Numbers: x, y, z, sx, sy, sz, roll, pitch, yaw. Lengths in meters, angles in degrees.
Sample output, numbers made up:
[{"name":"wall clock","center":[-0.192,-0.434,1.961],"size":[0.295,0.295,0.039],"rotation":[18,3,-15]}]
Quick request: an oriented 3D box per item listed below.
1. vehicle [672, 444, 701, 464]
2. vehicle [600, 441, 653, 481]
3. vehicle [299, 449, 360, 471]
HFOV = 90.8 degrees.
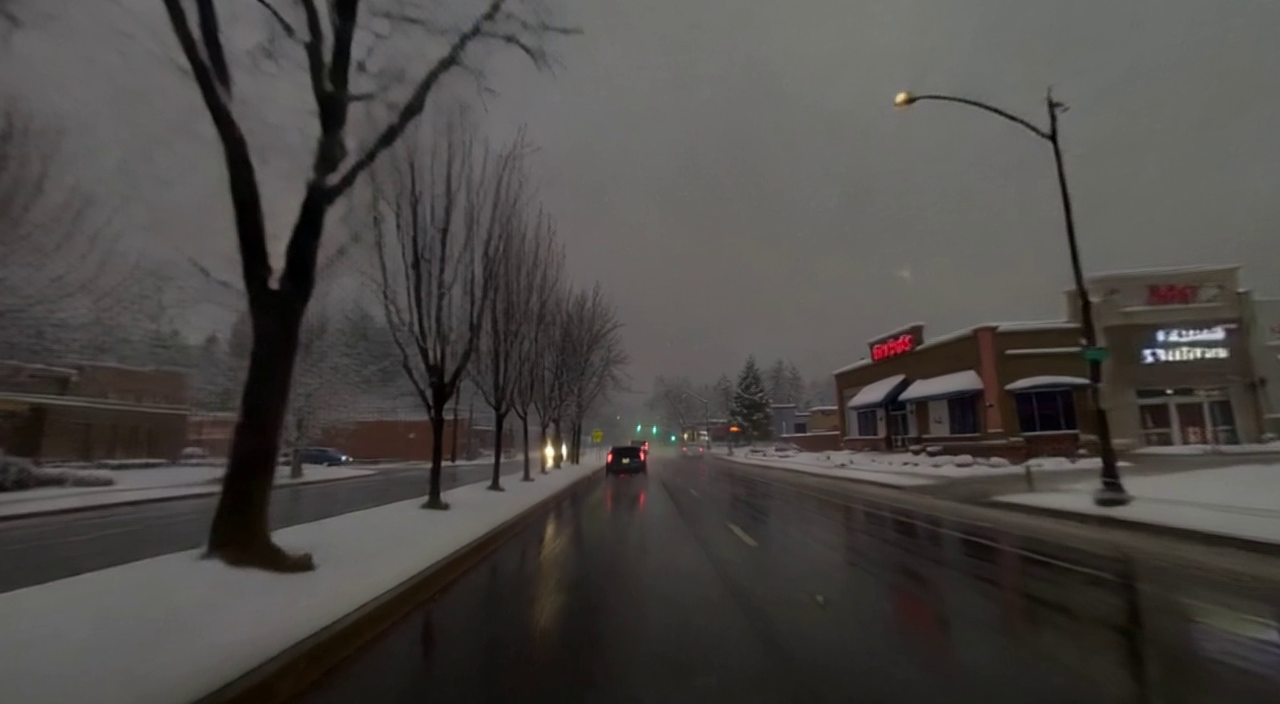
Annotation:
[{"name":"vehicle","center":[3.632,8.002,49.847],"size":[1.910,1.474,4.003],"rotation":[0,-8,-1]},{"name":"vehicle","center":[-0.506,4.358,25.556],"size":[2.006,1.487,3.535],"rotation":[0,-8,0]},{"name":"vehicle","center":[-23.408,8.150,47.732],"size":[3.650,1.487,1.757],"rotation":[-1,-8,-1]}]
